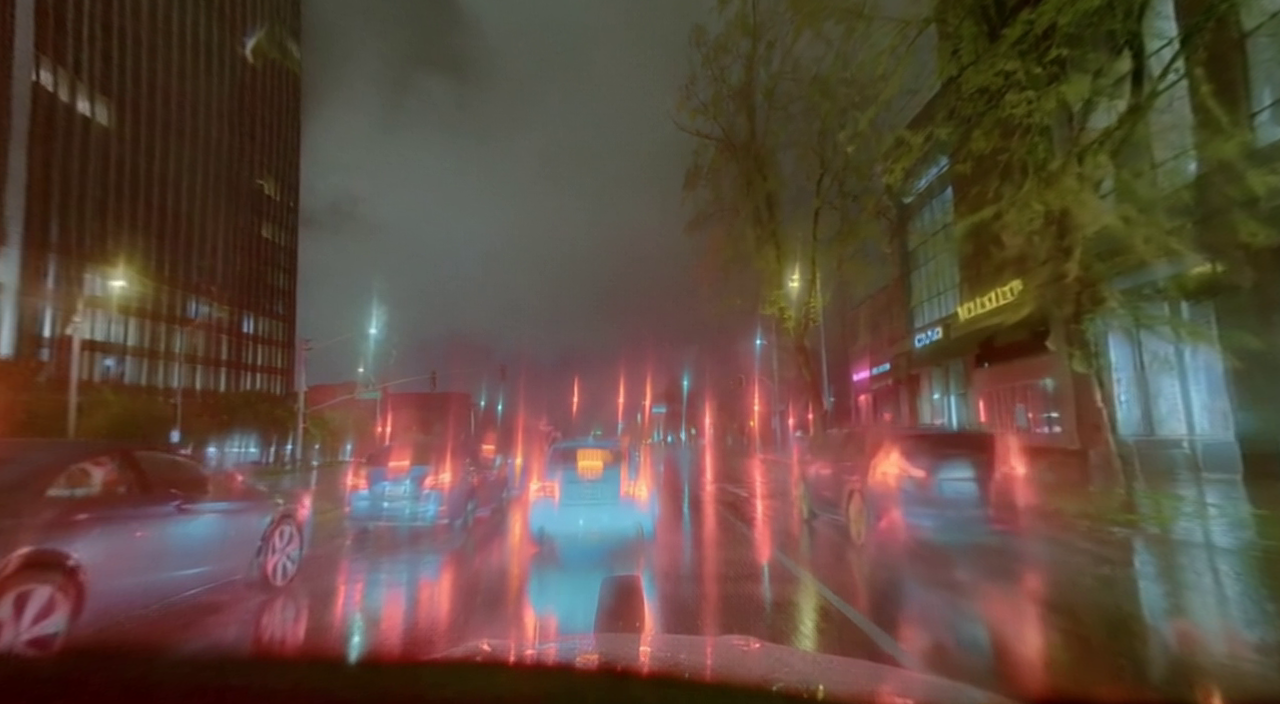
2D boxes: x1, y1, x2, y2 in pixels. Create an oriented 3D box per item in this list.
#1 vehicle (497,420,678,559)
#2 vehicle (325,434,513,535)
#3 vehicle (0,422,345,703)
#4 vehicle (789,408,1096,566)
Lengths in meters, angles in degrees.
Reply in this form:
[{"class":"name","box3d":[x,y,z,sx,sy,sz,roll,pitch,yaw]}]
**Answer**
[{"class":"vehicle","box3d":[-0.615,1.855,9.174,2.042,1.555,3.912,0,-9,-1]},{"class":"vehicle","box3d":[-3.730,2.300,11.570,1.950,1.487,4.130,0,-9,0]},{"class":"vehicle","box3d":[-4.127,1.271,4.343,2.020,1.457,4.496,0,-9,0]},{"class":"vehicle","box3d":[3.731,1.757,8.920,2.097,1.651,4.300,0,-9,-1]}]
